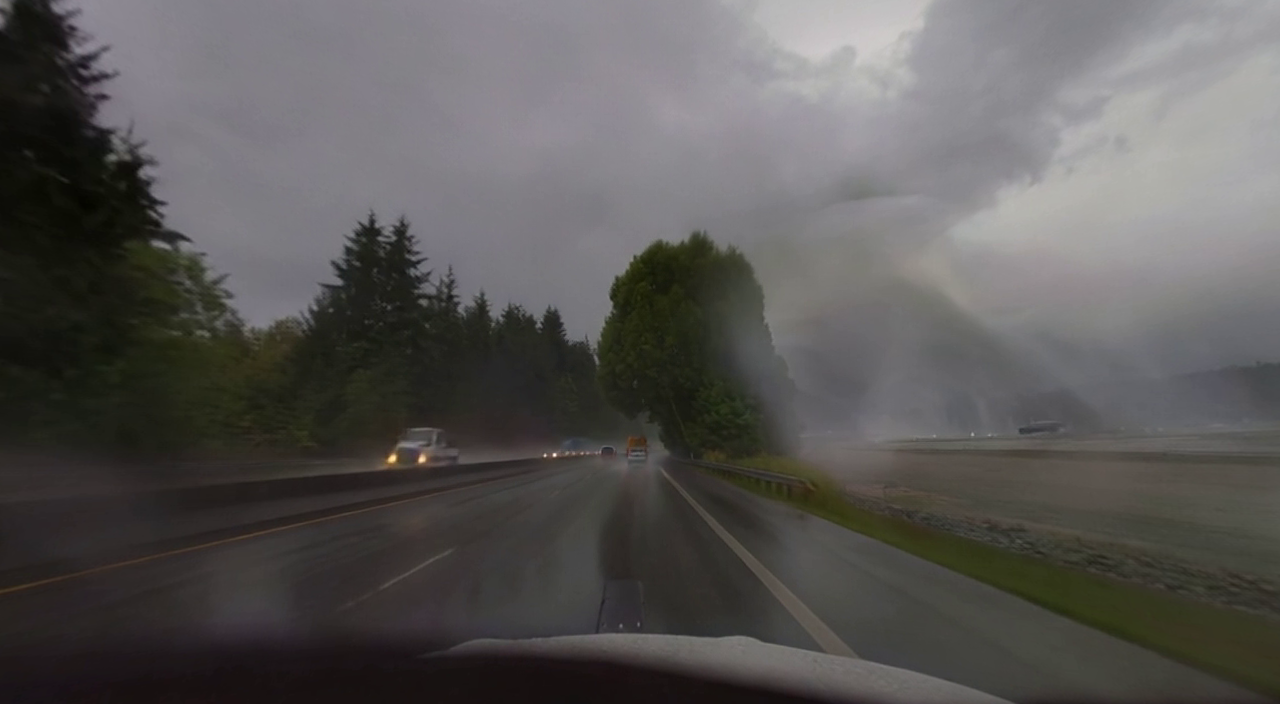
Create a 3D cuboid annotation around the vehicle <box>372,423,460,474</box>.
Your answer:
[{"bbox_3d":[-12.045,5.293,34.690,2.236,2.494,7.006,0,-9,0],"label":"vehicle"}]

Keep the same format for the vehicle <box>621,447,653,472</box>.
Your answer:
[{"bbox_3d":[-0.203,6.681,39.268,1.853,1.436,3.438,0,-9,-1],"label":"vehicle"}]
